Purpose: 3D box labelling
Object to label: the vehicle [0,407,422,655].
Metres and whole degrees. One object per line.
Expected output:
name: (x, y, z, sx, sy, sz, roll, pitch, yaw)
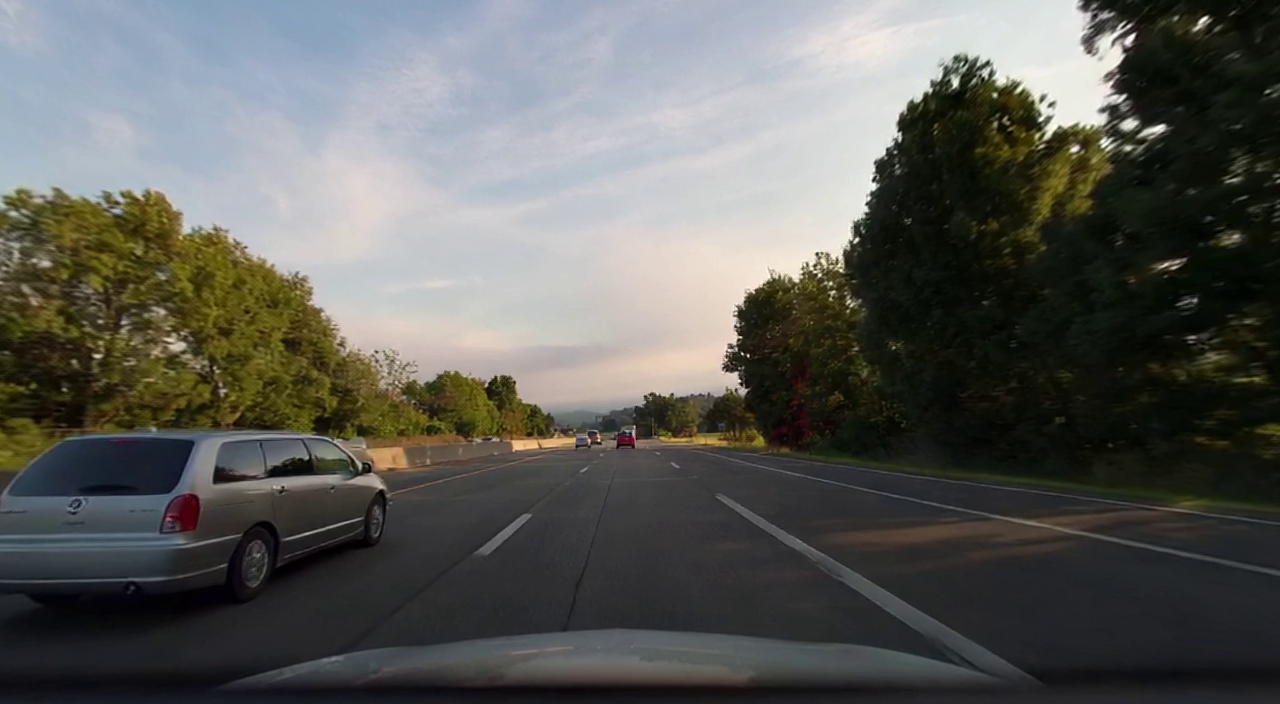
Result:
vehicle: (-3.736, 1.357, 5.915, 1.931, 1.483, 4.105, 0, -8, -1)
